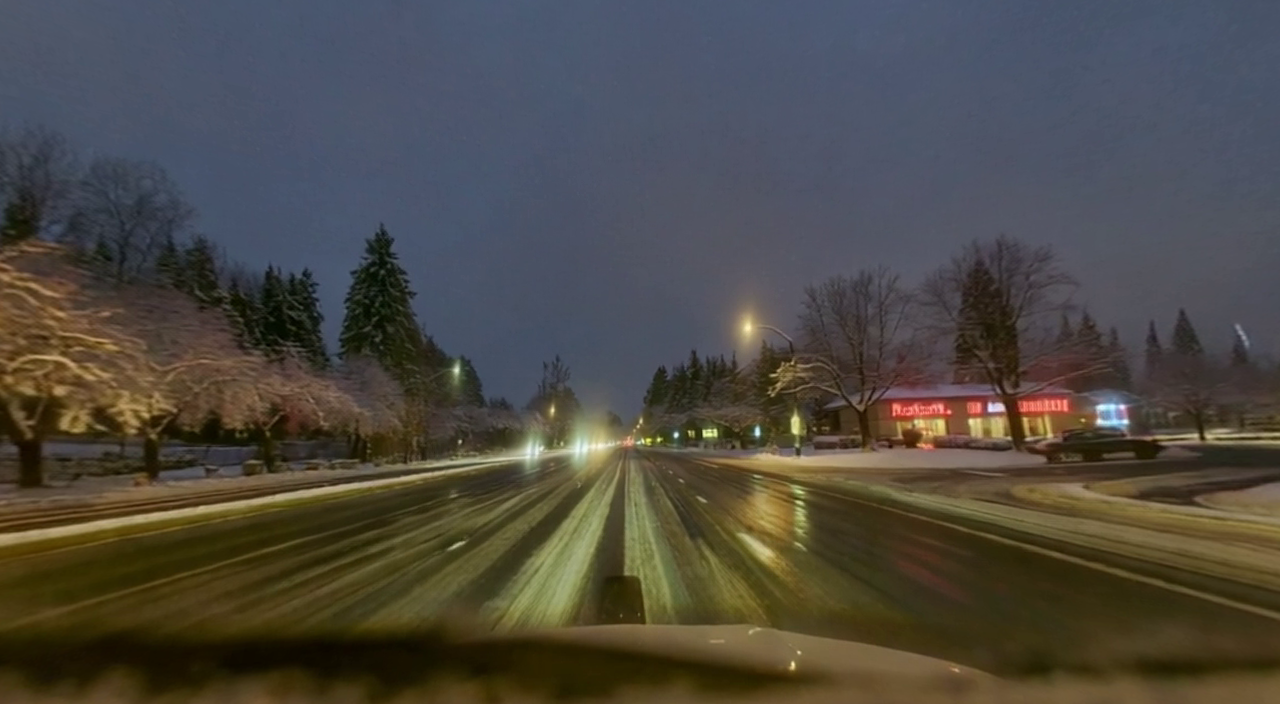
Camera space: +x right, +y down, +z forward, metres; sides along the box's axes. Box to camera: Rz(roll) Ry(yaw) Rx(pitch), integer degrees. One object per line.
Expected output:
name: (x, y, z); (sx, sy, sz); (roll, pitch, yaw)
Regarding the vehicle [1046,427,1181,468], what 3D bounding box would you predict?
vehicle: (21.534, 4.357, 28.871); (4.620, 1.475, 1.904); (-3, -8, -3)
